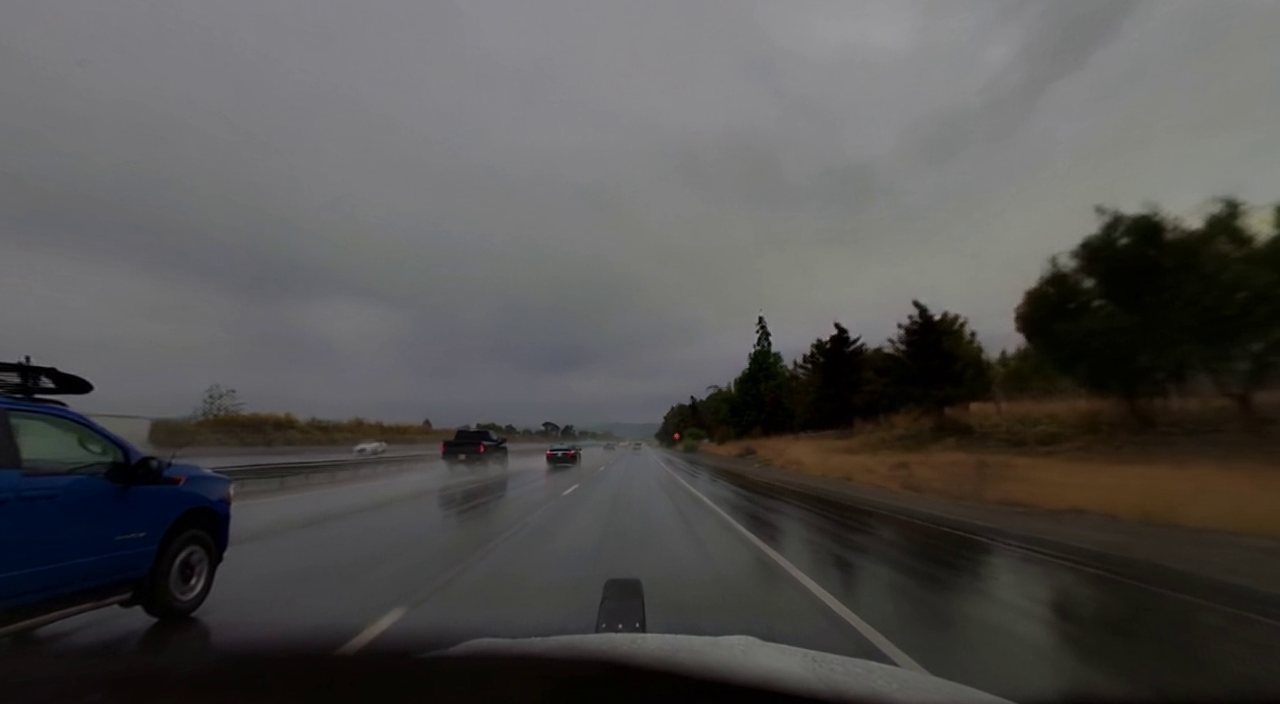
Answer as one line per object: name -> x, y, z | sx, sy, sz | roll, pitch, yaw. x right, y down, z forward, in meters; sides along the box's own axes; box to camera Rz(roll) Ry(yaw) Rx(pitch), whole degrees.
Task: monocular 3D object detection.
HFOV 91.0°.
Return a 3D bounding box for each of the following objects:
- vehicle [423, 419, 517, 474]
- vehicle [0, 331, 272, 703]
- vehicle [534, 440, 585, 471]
vehicle -> -7.612, 4.369, 29.056 | 2.594, 2.254, 6.028 | 0, -9, 0
vehicle -> -4.052, 0.740, 2.375 | 2.200, 1.807, 5.041 | 0, -9, 1
vehicle -> -4.147, 5.418, 33.142 | 2.012, 1.509, 4.359 | 0, -9, 1
